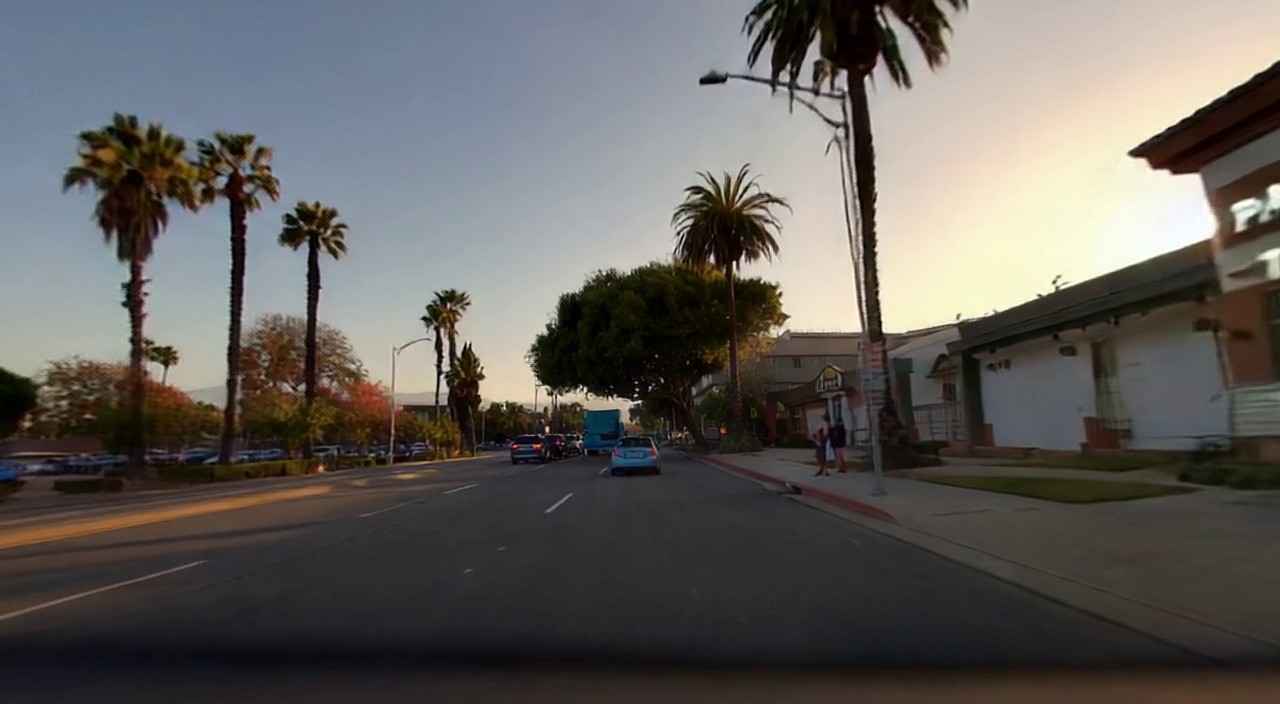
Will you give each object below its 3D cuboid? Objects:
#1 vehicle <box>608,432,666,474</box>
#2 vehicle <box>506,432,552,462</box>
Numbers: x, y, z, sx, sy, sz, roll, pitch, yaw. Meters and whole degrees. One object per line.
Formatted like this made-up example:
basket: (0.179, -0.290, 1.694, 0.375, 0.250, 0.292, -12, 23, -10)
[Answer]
vehicle: (-0.089, 4.050, 25.303, 2.144, 1.514, 4.063, 0, -9, 1)
vehicle: (-7.159, 6.198, 40.934, 2.014, 1.830, 4.281, 0, -9, 2)
